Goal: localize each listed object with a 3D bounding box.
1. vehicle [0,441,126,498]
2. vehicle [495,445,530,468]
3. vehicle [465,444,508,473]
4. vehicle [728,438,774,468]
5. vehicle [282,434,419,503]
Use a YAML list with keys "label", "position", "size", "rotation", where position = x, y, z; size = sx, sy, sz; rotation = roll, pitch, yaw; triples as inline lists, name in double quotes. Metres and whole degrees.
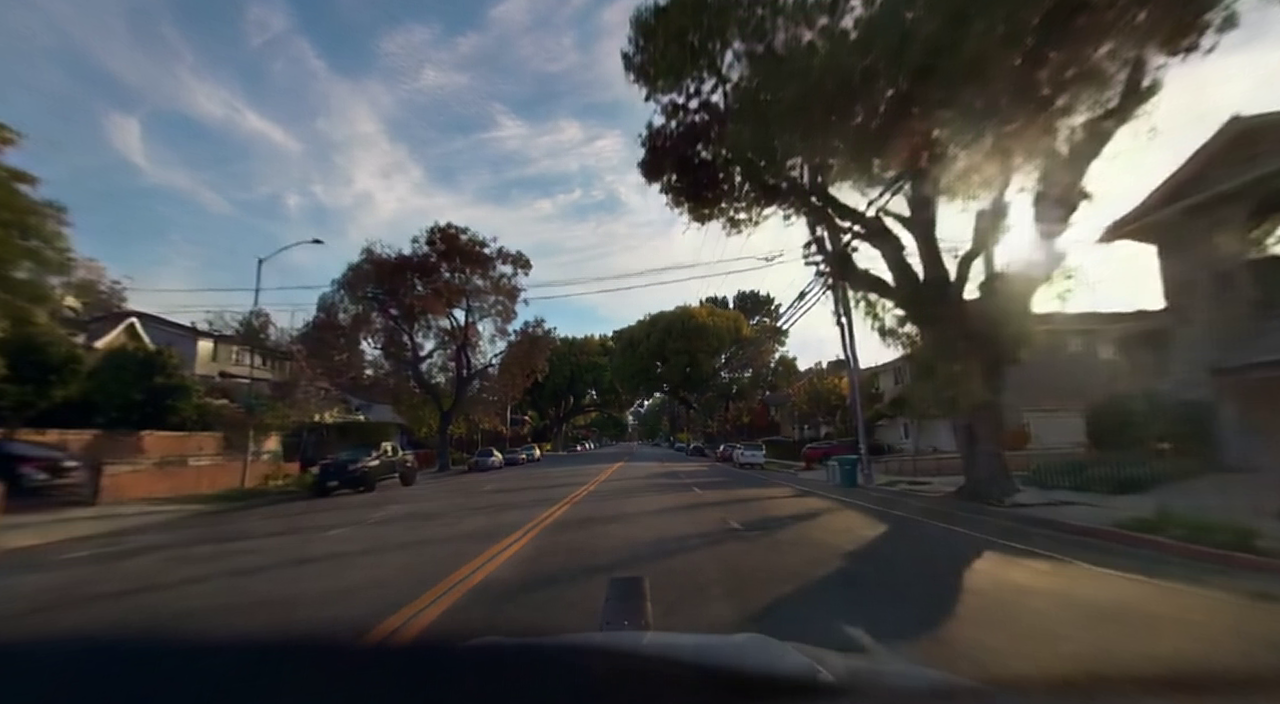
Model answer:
- label: "vehicle"
  position: [-17.799, 3.323, 18.056]
  size: [4.430, 1.489, 1.984]
  rotation: [-1, -8, 3]
- label: "vehicle"
  position: [-10.044, 8.250, 49.874]
  size: [1.932, 1.472, 4.516]
  rotation: [-3, -6, -2]
- label: "vehicle"
  position: [-10.004, 6.924, 41.299]
  size: [1.974, 1.696, 4.336]
  rotation: [-2, -8, -3]
- label: "vehicle"
  position: [7.195, 6.589, 41.252]
  size: [2.128, 1.823, 4.834]
  rotation: [0, -8, 0]
- label: "vehicle"
  position: [-10.331, 4.139, 23.184]
  size: [2.419, 2.001, 5.566]
  rotation: [-2, -7, 0]
